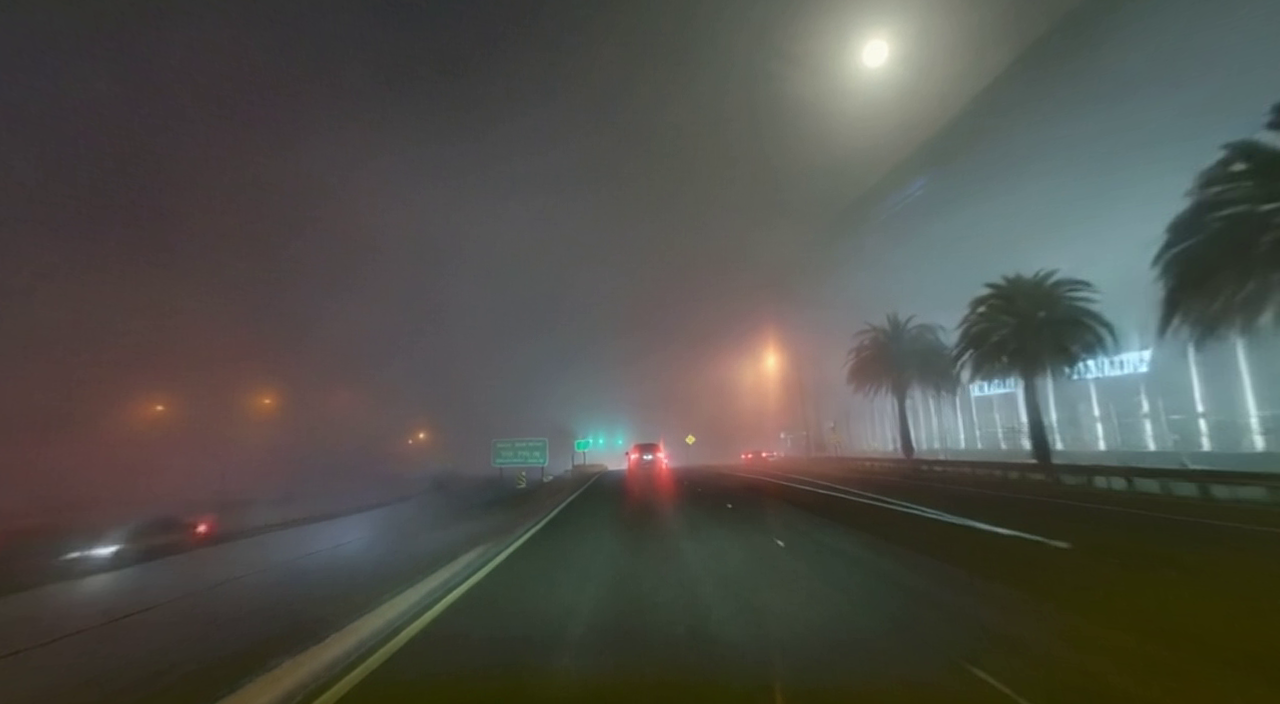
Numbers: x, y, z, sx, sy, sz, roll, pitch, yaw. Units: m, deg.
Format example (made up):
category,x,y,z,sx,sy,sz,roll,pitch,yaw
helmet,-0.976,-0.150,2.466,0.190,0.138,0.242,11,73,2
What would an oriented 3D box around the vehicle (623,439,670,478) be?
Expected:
category,x,y,z,sx,sy,sz,roll,pitch,yaw
vehicle,0.250,5.124,30.404,2.089,1.718,4.193,0,-9,-1
